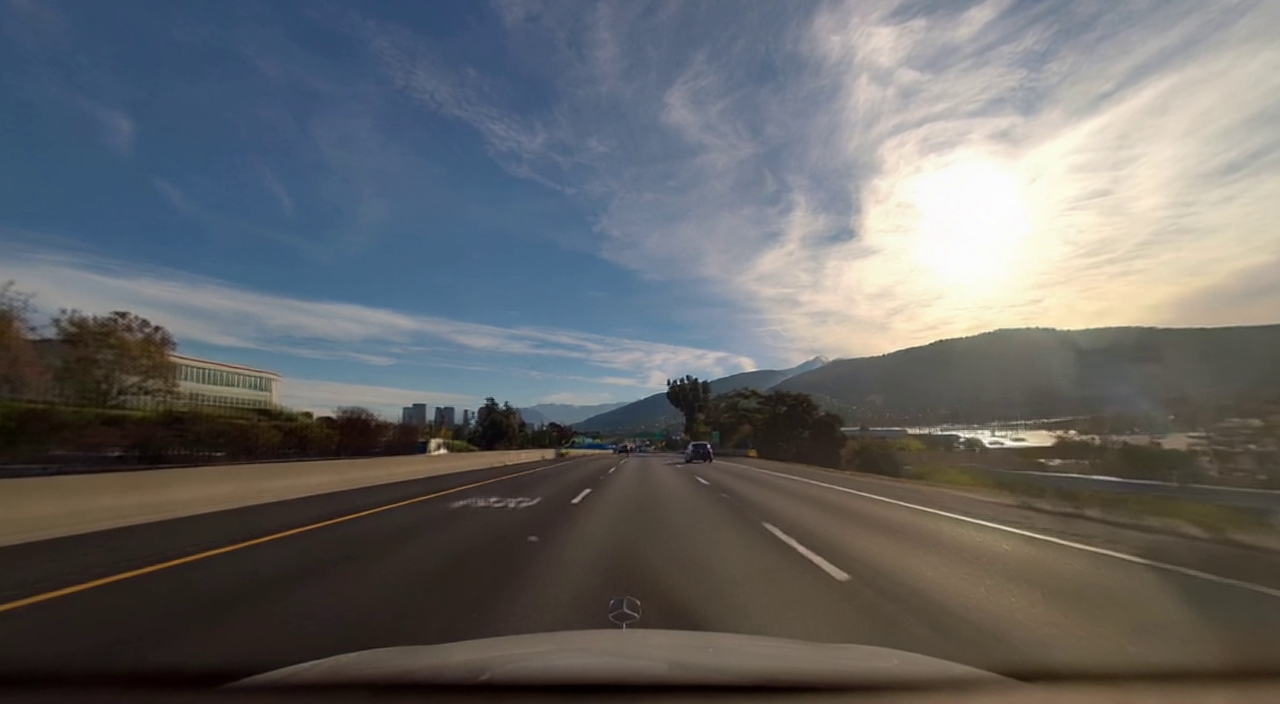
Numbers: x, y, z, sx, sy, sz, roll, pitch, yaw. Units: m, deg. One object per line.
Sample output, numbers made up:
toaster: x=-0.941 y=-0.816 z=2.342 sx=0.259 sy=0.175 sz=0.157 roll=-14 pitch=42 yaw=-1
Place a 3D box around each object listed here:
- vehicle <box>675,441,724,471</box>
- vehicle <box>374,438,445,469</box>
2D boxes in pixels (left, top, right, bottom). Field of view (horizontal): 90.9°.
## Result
vehicle: x=3.139 y=5.601 z=34.209 sx=2.193 sy=1.462 sz=4.533 roll=0 pitch=-8 yaw=-1
vehicle: x=-13.889 y=6.146 z=38.400 sx=2.169 sy=1.748 sz=5.228 roll=-1 pitch=-8 yaw=2
